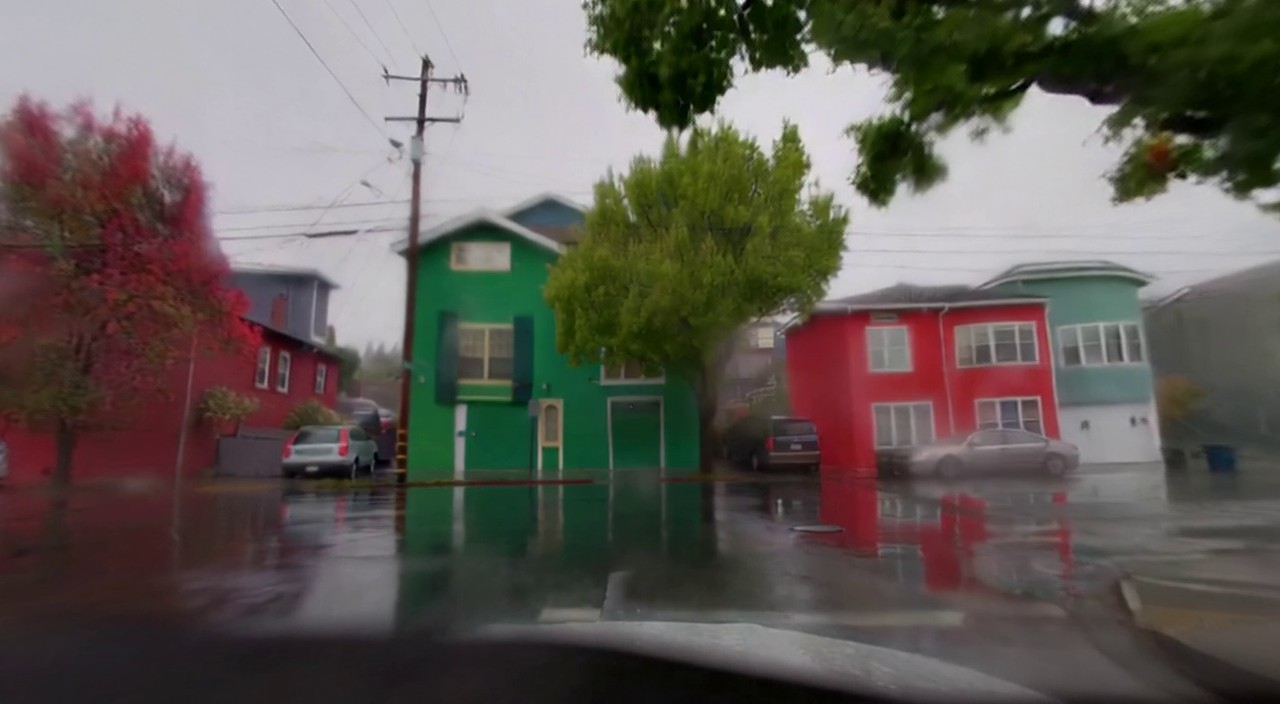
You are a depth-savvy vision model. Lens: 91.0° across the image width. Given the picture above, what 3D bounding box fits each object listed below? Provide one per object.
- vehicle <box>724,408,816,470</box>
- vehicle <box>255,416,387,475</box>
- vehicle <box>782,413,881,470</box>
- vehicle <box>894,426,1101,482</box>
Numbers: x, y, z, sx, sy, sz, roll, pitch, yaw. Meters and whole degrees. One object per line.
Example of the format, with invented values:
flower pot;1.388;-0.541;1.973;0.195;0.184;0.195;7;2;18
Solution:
vehicle;4.336;2.958;21.801;2.081;1.891;4.367;0;-6;-2
vehicle;-10.483;3.154;21.184;2.091;1.760;4.760;0;-9;-2
vehicle;6.517;3.118;21.957;2.053;1.756;4.034;0;-8;-2
vehicle;10.009;2.902;17.929;4.644;1.482;1.997;0;-9;0
